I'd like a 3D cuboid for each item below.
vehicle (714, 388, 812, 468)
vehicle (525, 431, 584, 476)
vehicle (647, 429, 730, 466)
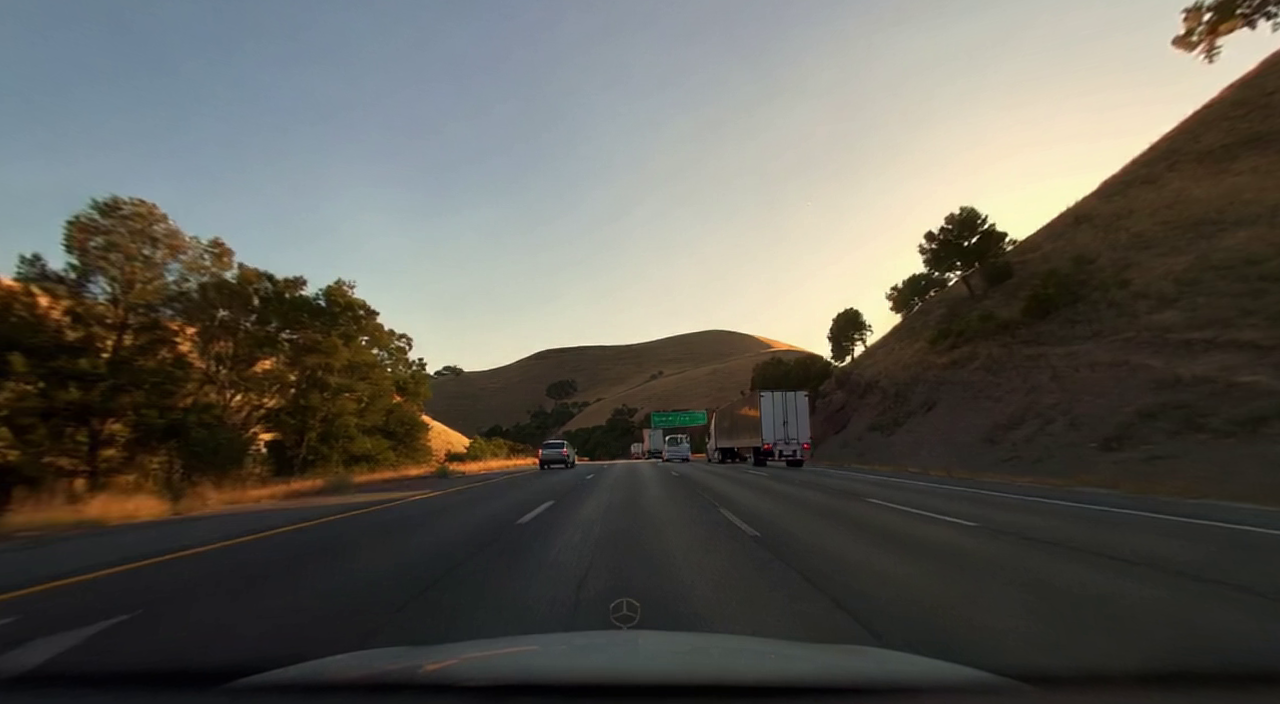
[{"bbox_3d":[7.394,5.239,41.369,2.935,4.187,16.357,0,-9,-1],"label":"vehicle"},{"bbox_3d":[-4.016,4.892,30.542,2.193,1.977,4.759,0,-9,0],"label":"vehicle"},{"bbox_3d":[3.062,6.171,40.832,5.075,2.277,2.365,0,-9,-2],"label":"vehicle"}]
